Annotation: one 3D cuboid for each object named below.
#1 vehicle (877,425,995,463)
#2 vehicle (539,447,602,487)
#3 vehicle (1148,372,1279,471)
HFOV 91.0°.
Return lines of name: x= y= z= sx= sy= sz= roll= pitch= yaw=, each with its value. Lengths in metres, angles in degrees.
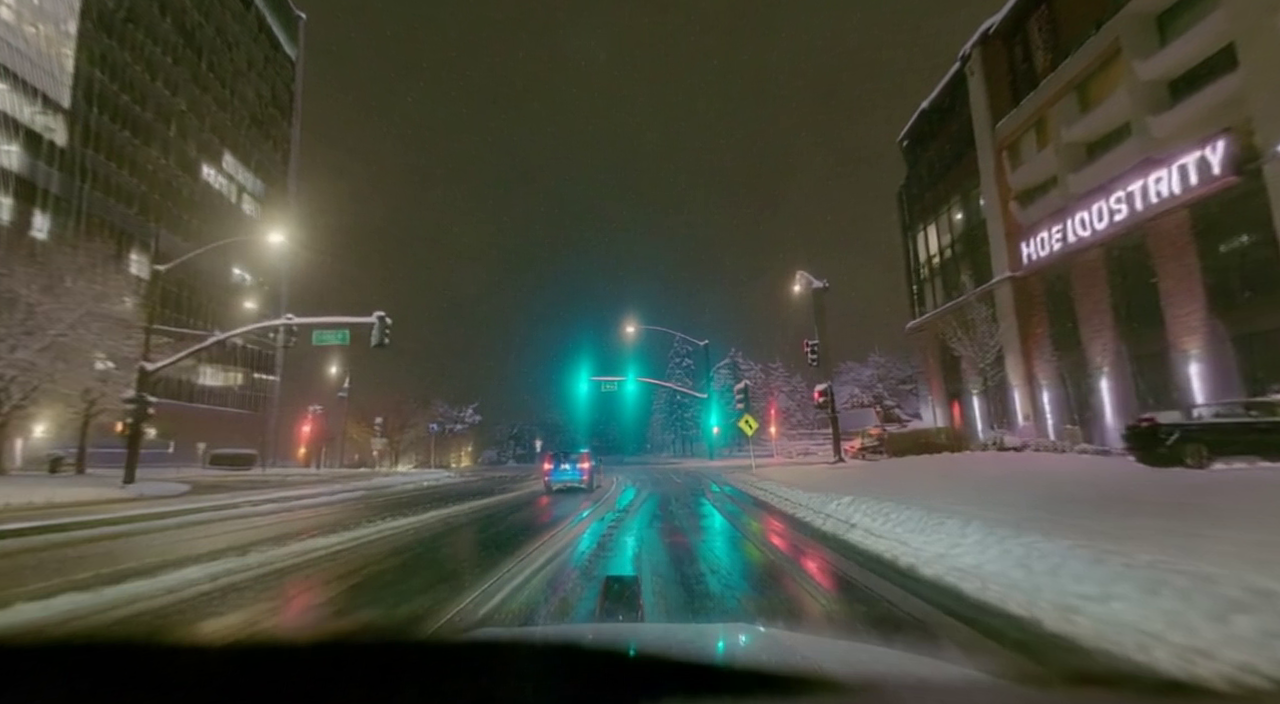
vehicle: x=12.868 y=4.028 z=27.579 sx=4.120 sy=1.558 sz=1.959 roll=0 pitch=-9 yaw=0
vehicle: x=-2.788 y=4.741 z=26.330 sx=1.971 sy=1.486 sz=4.380 roll=-1 pitch=-9 yaw=2
vehicle: x=13.351 y=1.380 z=12.308 sx=4.904 sy=1.755 sz=2.114 roll=0 pitch=-9 yaw=1
